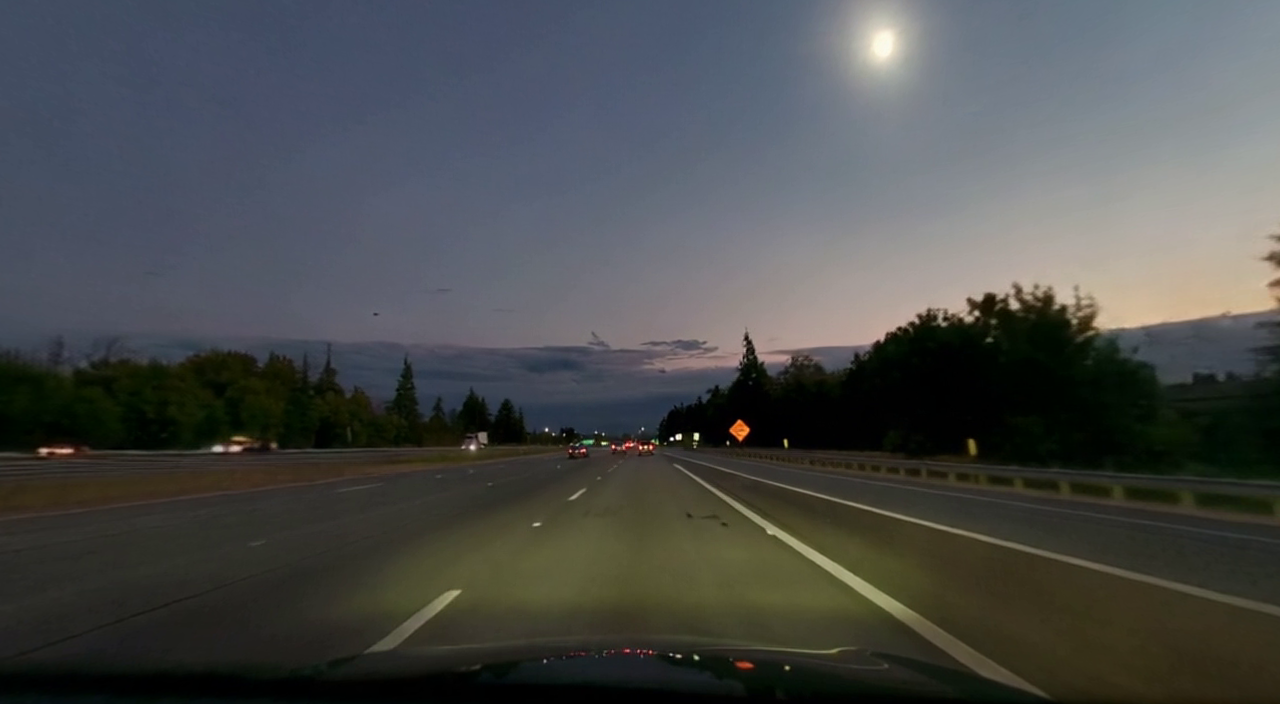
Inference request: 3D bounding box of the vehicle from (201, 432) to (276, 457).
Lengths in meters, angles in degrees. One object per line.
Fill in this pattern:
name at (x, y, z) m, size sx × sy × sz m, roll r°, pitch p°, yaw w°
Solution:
vehicle at (-24.104, 5.562, 38.015) m, size 1.852 × 1.403 × 3.920 m, roll 0°, pitch -8°, yaw 1°
